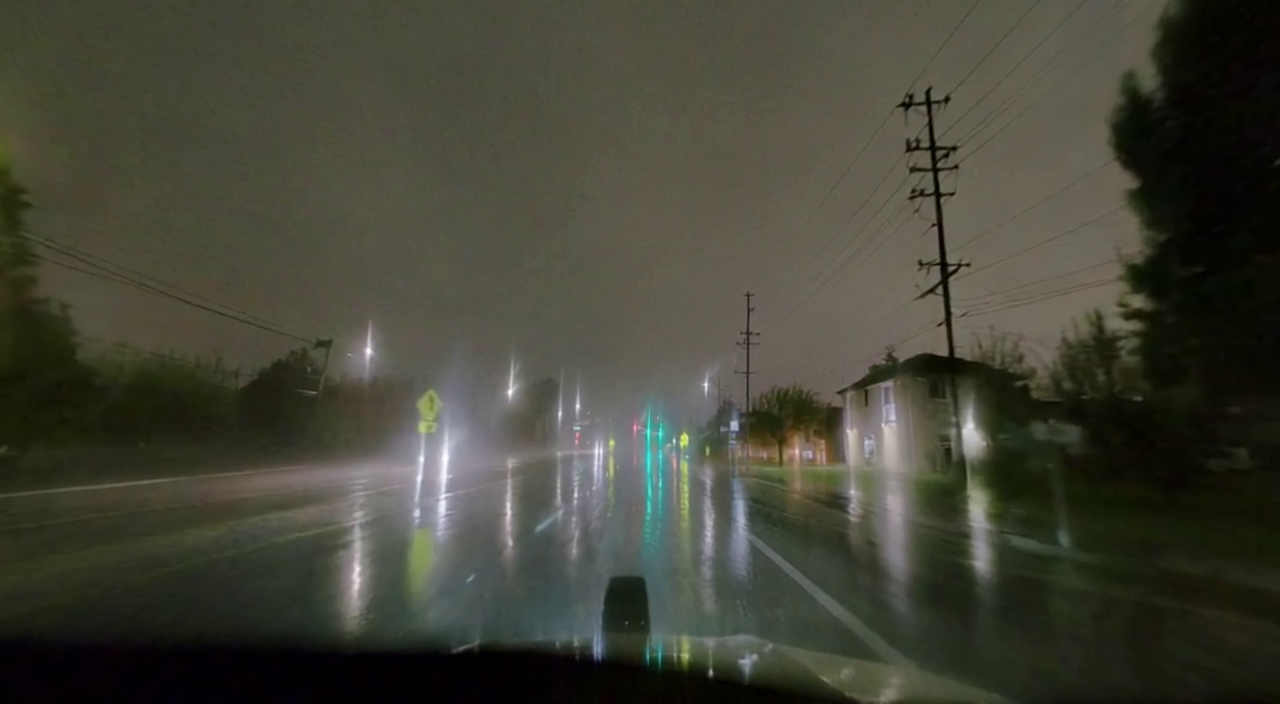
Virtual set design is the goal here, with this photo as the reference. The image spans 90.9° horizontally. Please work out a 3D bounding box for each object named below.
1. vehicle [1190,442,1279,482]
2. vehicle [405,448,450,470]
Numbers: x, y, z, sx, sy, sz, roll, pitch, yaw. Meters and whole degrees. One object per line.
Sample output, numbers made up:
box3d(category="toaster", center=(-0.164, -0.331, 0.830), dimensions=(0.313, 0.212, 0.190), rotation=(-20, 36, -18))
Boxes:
box3d(category="vehicle", center=(42.964, 7.714, 44.673), dimensions=(2.262, 2.655, 5.672), rotation=(1, -8, -6))
box3d(category="vehicle", center=(-15.236, 7.662, 45.475), dimensions=(1.808, 1.466, 4.420), rotation=(0, -8, -2))
